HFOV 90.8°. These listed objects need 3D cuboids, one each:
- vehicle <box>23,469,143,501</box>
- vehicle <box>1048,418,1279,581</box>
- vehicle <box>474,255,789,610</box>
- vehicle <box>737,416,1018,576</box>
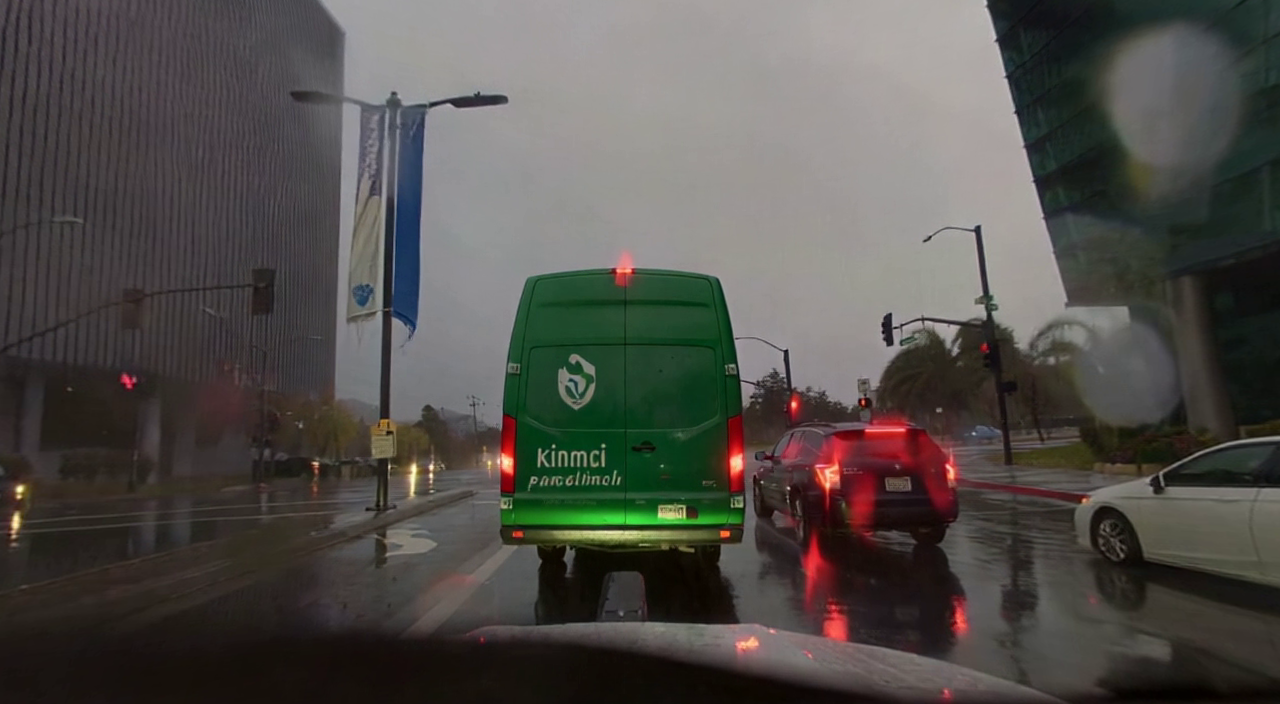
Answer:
[{"bbox_3d":[-31.099,7.433,35.396,4.806,1.652,1.869,0,-8,-2],"label":"vehicle"},{"bbox_3d":[7.525,1.589,7.006,1.963,1.669,4.678,3,-9,-20],"label":"vehicle"},{"bbox_3d":[-0.037,1.174,9.088,2.613,3.035,7.342,0,-8,1],"label":"vehicle"},{"bbox_3d":[2.882,1.864,9.041,2.183,1.676,4.506,0,-8,-1],"label":"vehicle"}]
